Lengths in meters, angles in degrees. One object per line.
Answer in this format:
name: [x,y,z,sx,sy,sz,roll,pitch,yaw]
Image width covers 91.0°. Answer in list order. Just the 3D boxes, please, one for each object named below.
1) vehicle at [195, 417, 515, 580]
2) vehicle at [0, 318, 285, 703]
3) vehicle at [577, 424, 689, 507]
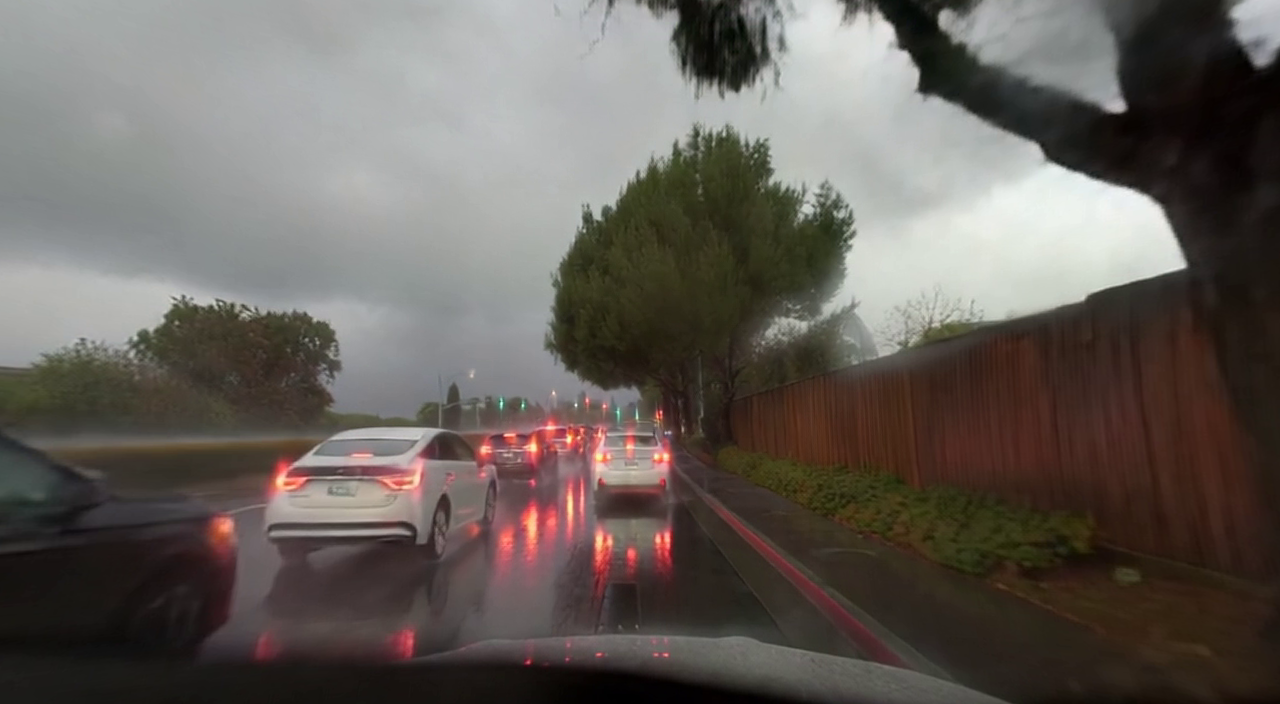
vehicle: [-3.154,1.709,8.297,1.980,1.520,4.636,0,-8,1]
vehicle: [-3.079,0.673,1.414,1.999,1.727,4.340,0,-8,0]
vehicle: [-0.133,2.309,13.235,1.995,1.460,3.865,0,-8,0]
